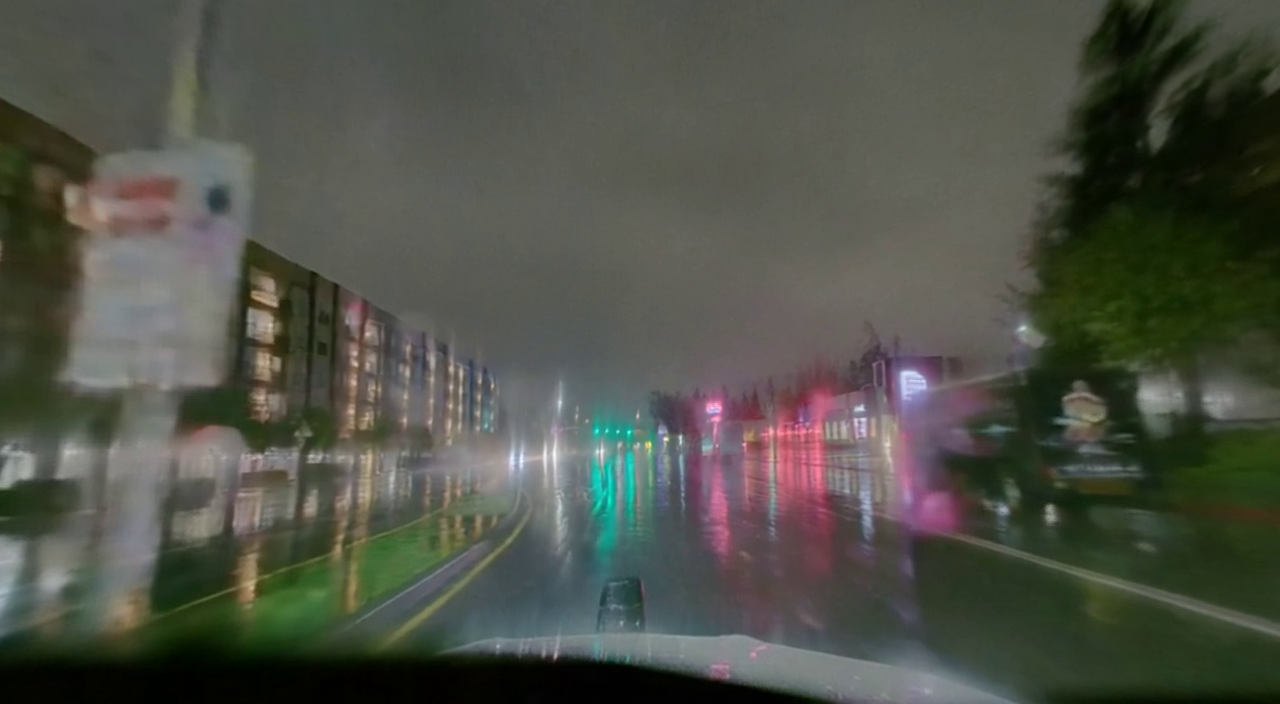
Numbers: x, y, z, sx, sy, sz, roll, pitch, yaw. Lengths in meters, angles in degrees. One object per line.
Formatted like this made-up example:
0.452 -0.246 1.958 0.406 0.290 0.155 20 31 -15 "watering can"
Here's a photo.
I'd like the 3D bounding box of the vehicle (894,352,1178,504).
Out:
9.815 2.080 16.968 2.917 3.205 6.985 0 -8 -1 "vehicle"
